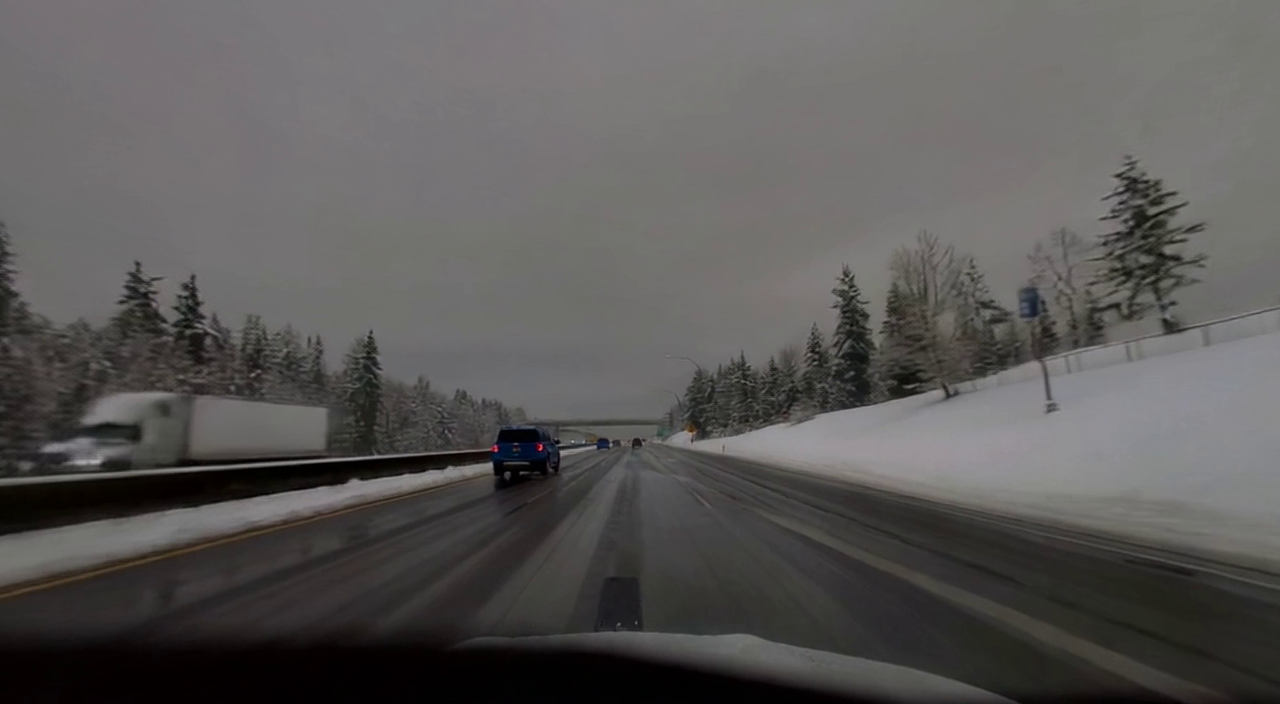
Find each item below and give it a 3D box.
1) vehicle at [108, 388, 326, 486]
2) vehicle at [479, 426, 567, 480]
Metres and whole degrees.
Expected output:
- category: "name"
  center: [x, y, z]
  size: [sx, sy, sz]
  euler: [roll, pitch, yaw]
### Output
- category: "vehicle"
  center: [-17.280, 3.649, 26.866]
  size: [2.919, 3.464, 9.114]
  euler: [0, -8, 0]
- category: "vehicle"
  center: [-3.915, 3.458, 21.795]
  size: [2.125, 1.662, 4.336]
  euler: [0, -8, 1]
